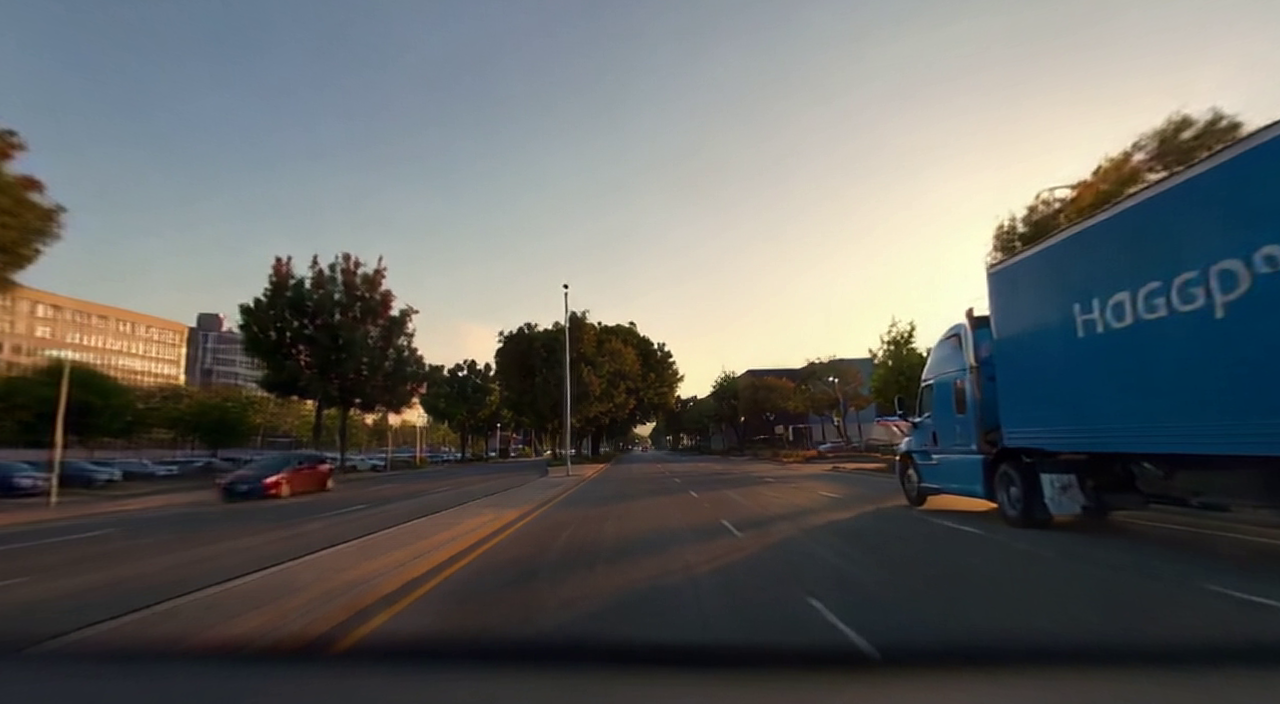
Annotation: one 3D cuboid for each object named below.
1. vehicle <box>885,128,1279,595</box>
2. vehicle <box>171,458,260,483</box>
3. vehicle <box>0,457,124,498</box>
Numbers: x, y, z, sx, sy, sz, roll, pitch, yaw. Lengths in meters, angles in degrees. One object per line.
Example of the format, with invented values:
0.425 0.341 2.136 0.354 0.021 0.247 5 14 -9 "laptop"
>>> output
6.782 0.381 7.260 3.120 3.794 11.510 0 -8 -1 "vehicle"
-28.059 7.834 41.866 4.576 1.426 1.886 7 -11 -42 "vehicle"
-27.992 5.924 30.123 4.923 1.725 2.088 5 -10 -34 "vehicle"
